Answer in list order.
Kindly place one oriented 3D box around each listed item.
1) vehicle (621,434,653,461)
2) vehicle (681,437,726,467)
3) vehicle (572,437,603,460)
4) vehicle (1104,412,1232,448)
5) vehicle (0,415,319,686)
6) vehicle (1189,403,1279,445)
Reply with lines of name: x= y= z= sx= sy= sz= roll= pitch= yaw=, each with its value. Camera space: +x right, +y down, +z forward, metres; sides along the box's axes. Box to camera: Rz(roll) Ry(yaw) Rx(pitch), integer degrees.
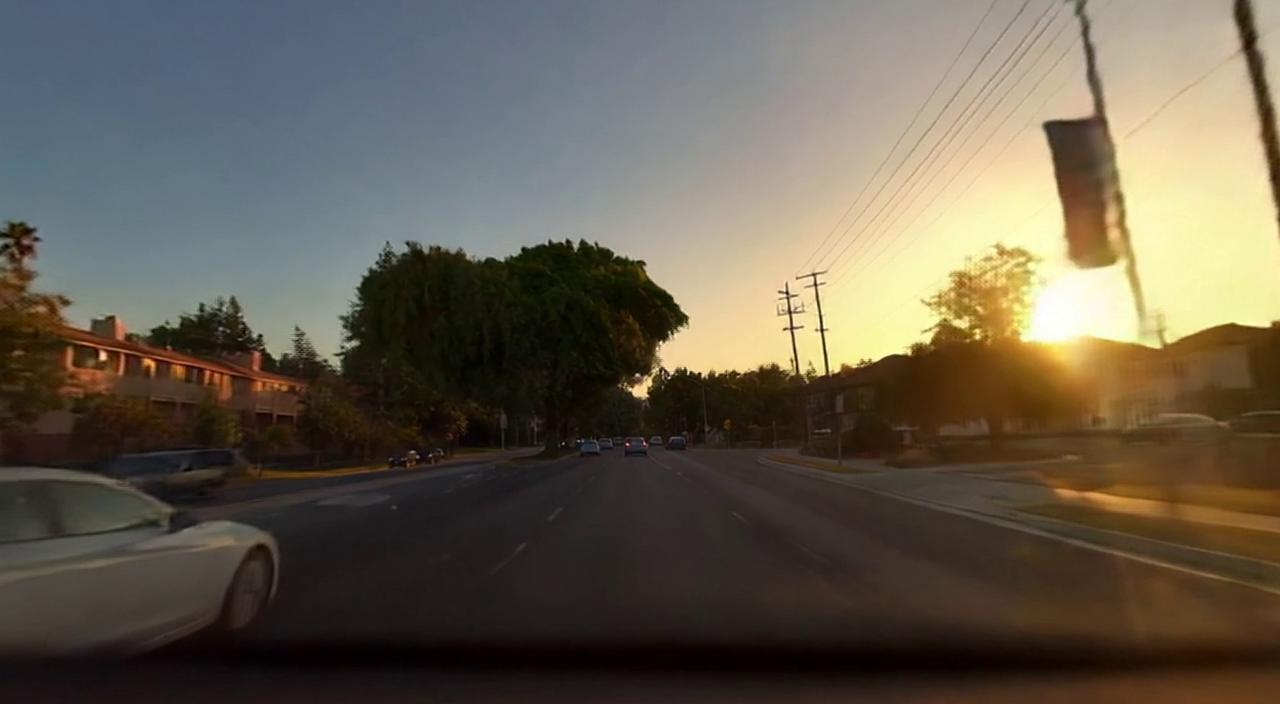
vehicle: x=-0.270 y=6.485 z=42.974 sx=2.043 sy=1.734 sz=4.253 roll=0 pitch=-8 yaw=-1
vehicle: x=3.306 y=5.320 z=33.708 sx=1.830 sy=1.451 sz=4.009 roll=0 pitch=-8 yaw=-2
vehicle: x=-3.813 y=7.111 z=46.611 sx=2.000 sy=1.569 sz=3.794 roll=0 pitch=-8 yaw=-1
vehicle: x=23.777 y=3.595 z=28.687 sx=1.754 sy=1.504 sz=4.090 roll=2 pitch=-9 yaw=-14
vehicle: x=-4.493 y=1.309 z=4.952 sx=1.844 sy=1.451 sz=4.543 roll=0 pitch=-8 yaw=-4
vehicle: x=29.234 y=3.350 z=29.674 sx=1.951 sy=1.743 sz=4.786 roll=-3 pitch=-9 yaw=-10
